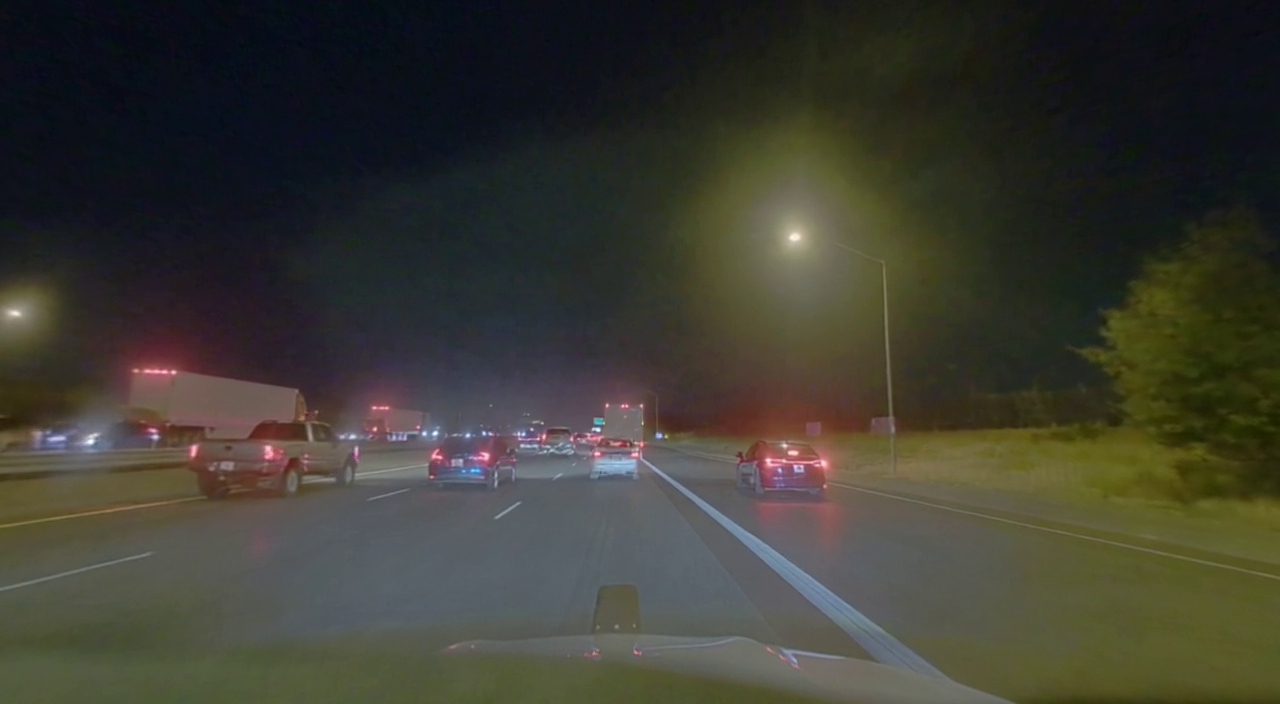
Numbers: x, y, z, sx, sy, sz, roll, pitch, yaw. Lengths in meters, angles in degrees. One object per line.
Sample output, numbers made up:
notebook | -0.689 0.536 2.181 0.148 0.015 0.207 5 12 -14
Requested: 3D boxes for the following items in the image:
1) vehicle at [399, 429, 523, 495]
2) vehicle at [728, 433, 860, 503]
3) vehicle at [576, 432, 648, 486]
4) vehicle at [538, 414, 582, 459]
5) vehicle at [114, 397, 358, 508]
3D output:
vehicle | -4.503 2.821 16.614 2.046 1.493 4.384 0 -8 -1
vehicle | 3.577 2.758 15.573 1.981 1.474 4.396 0 -8 -2
vehicle | -0.826 3.184 19.123 1.980 1.478 3.758 0 -8 -2
vehicle | -5.041 5.418 40.475 2.303 2.610 6.579 0 -8 -3
vehicle | -8.209 2.094 13.509 2.158 1.943 4.662 0 -8 -1
